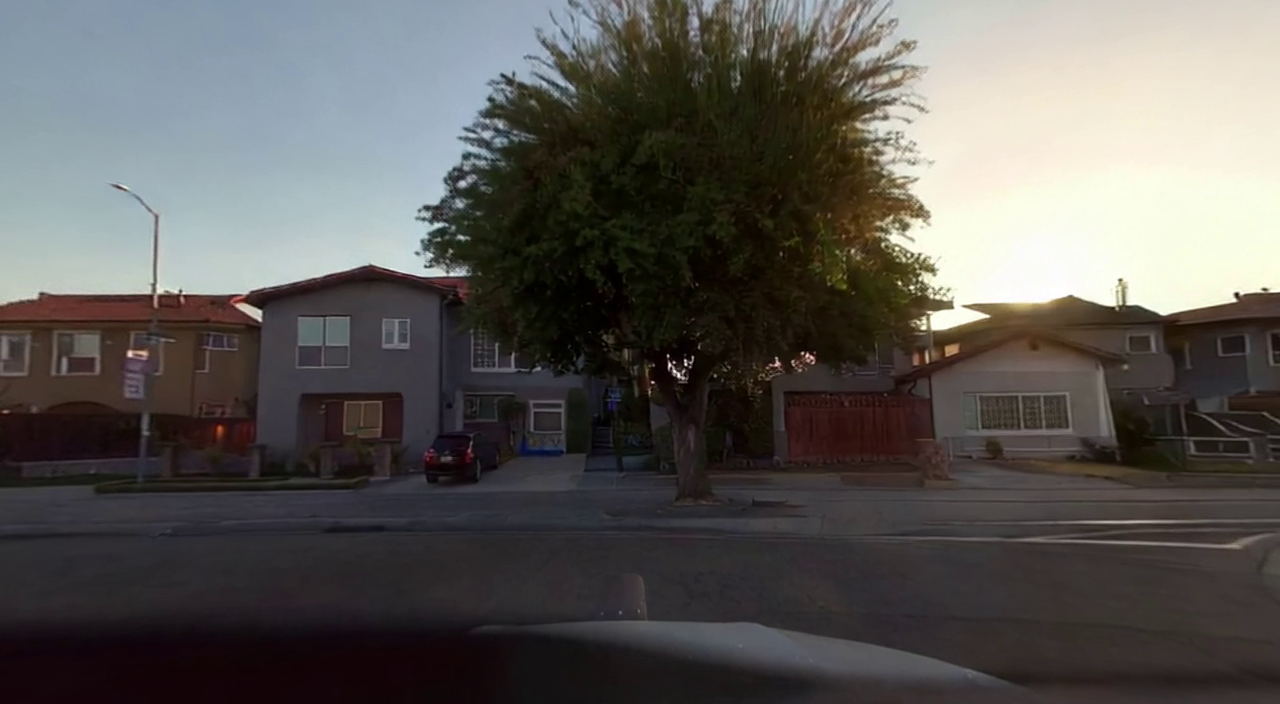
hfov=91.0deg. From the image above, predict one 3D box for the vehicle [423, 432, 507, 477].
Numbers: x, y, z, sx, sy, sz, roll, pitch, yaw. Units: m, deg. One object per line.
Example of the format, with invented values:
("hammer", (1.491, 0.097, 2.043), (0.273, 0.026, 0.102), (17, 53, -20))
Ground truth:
("vehicle", (-6.340, 3.788, 23.340), (1.968, 1.491, 4.486), (0, -9, -2))
